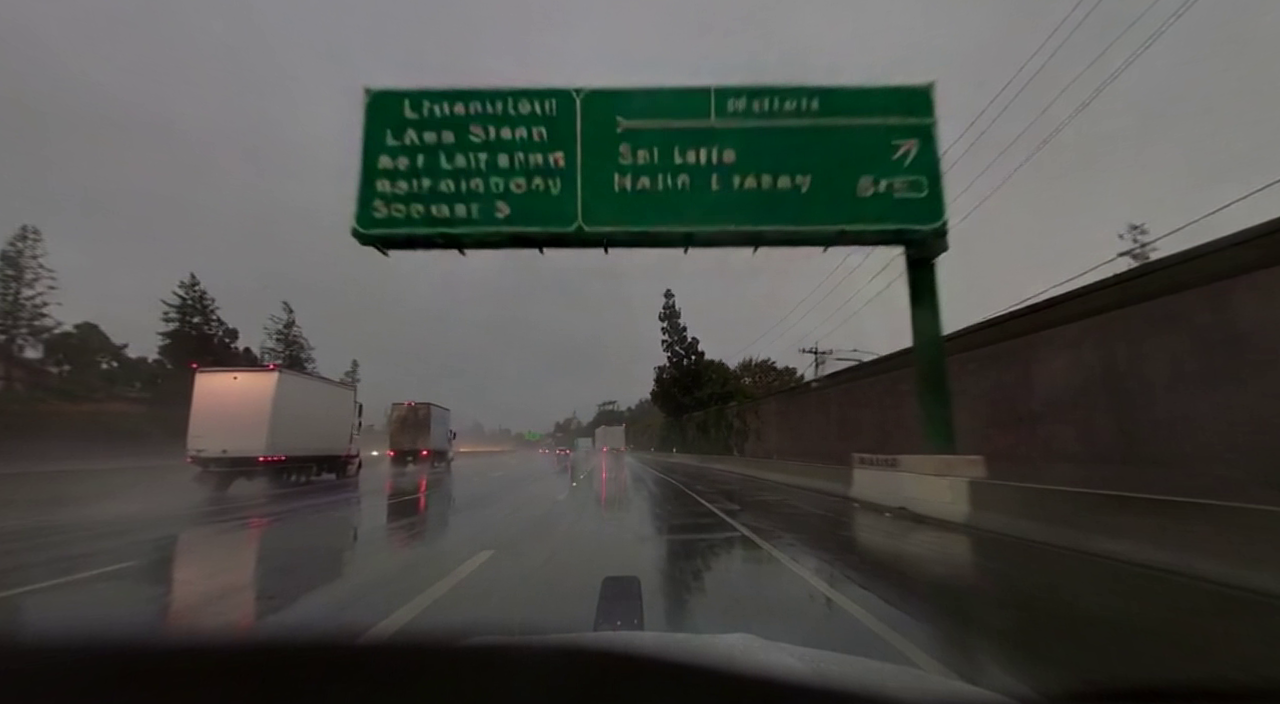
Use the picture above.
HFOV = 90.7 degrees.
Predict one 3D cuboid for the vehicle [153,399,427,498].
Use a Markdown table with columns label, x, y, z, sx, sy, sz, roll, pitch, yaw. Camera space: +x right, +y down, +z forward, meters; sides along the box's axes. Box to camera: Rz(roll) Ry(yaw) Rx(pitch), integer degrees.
| label | x | y | z | sx | sy | sz | roll | pitch | yaw |
| --- | --- | --- | --- | --- | --- | --- | --- | --- | --- |
| vehicle | -12.012 | 3.716 | 24.622 | 3.270 | 2.674 | 14.547 | 0 | -8 | -3 |
